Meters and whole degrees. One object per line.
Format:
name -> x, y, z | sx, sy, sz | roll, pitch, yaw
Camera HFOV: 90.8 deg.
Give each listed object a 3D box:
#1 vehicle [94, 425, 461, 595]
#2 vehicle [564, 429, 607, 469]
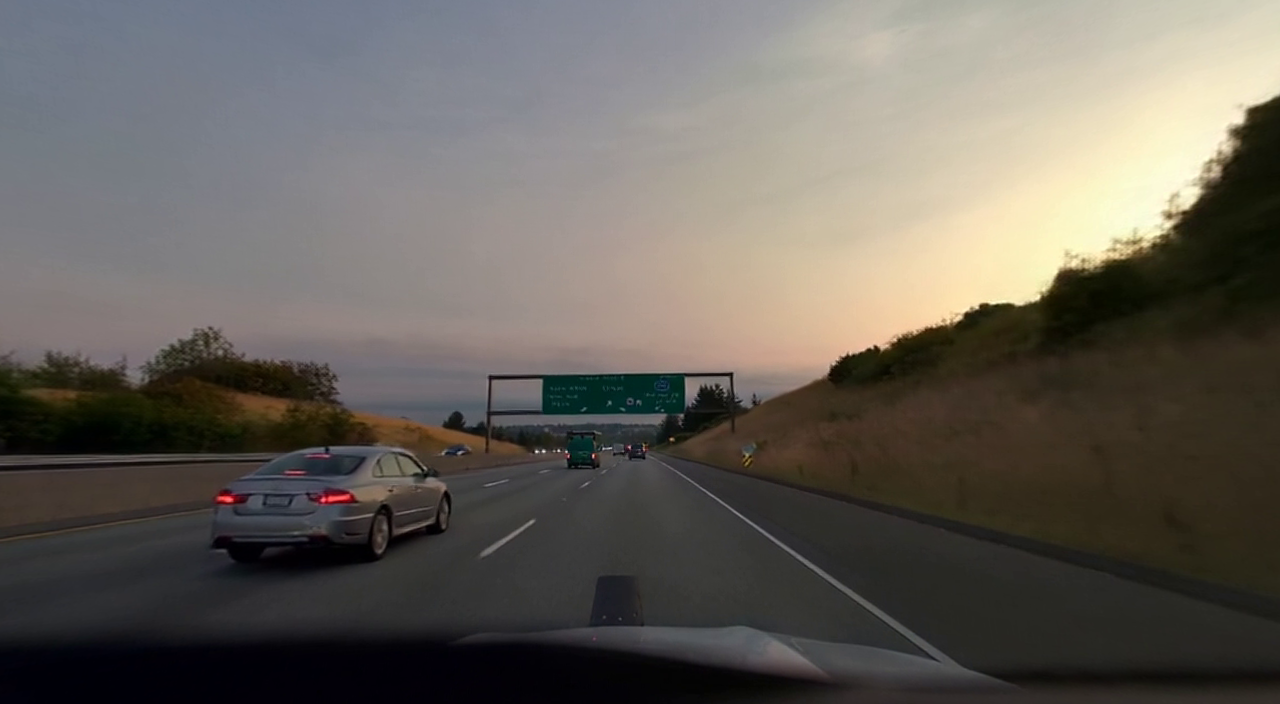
vehicle -> -3.652, 1.653, 7.383 | 1.924, 1.436, 3.915 | 0, -9, 0
vehicle -> -3.536, 6.477, 42.238 | 2.290, 2.453, 5.561 | 0, -9, 1
